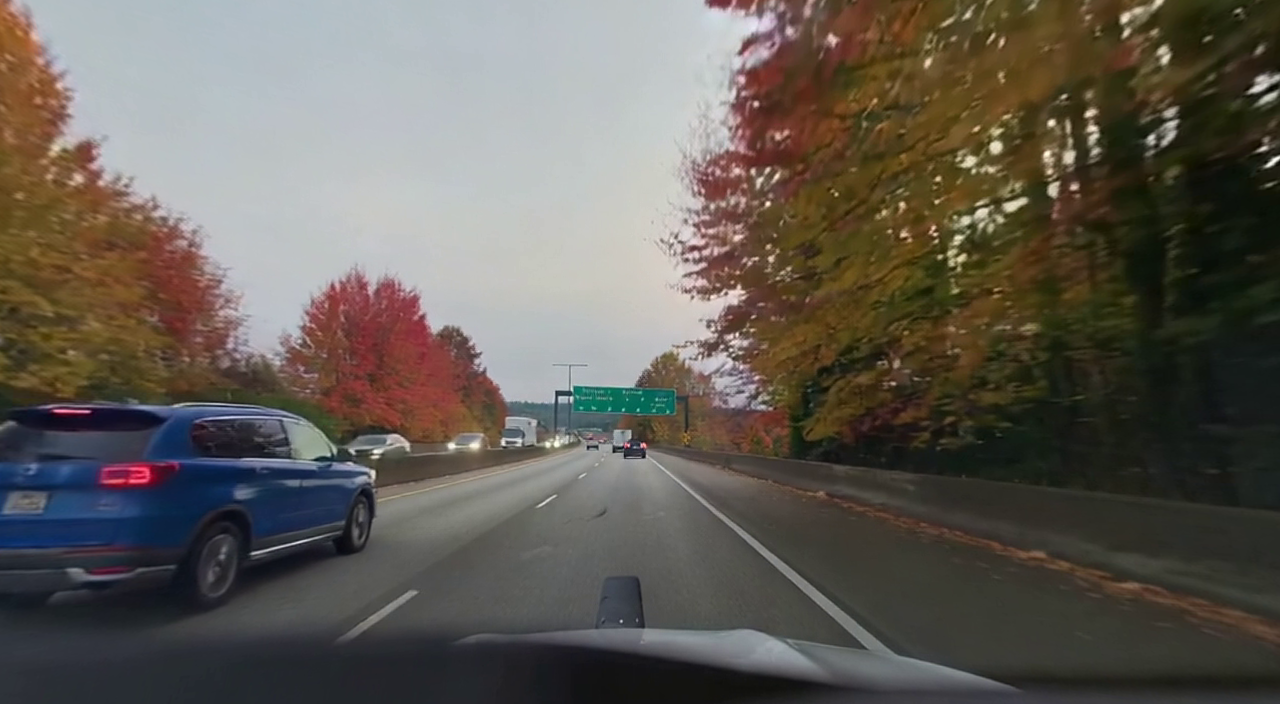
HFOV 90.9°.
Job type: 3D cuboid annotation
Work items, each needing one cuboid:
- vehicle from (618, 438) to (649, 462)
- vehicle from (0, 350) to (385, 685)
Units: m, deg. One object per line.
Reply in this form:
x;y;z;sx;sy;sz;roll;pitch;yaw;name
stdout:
-0.459;6.452;41.691;1.939;1.497;3.863;0;-8;-1;vehicle
-4.064;1.141;5.404;1.924;1.720;4.195;0;-8;1;vehicle
